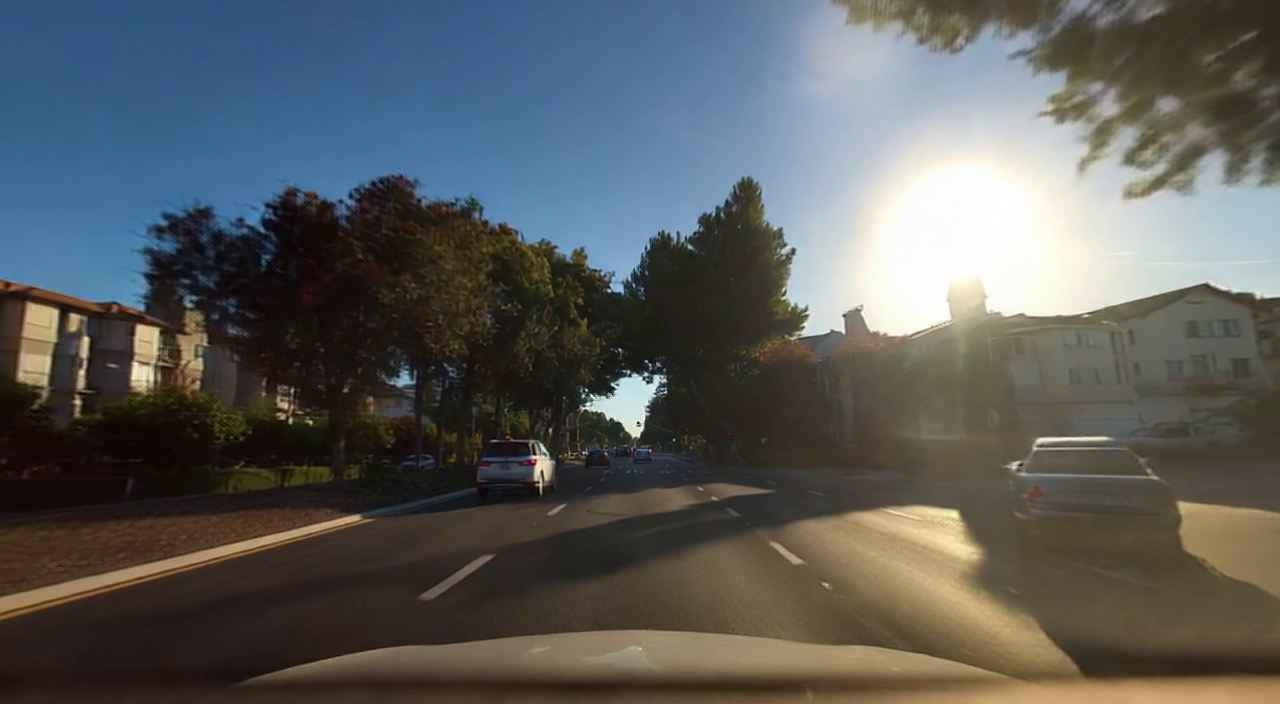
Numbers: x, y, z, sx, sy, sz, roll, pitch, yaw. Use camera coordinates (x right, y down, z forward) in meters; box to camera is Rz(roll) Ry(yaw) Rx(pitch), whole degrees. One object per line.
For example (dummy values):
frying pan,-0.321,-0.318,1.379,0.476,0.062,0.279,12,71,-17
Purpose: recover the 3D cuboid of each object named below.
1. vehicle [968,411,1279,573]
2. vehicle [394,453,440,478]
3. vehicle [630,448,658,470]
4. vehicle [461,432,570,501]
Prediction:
vehicle,6.073,1.735,8.604,1.969,1.593,4.293,-3,-9,17
vehicle,-17.147,8.713,48.594,1.899,1.790,4.340,0,-9,0
vehicle,0.337,7.798,46.192,1.940,1.501,4.133,0,-9,1
vehicle,-3.636,3.462,19.472,2.216,1.828,4.886,0,-9,2
